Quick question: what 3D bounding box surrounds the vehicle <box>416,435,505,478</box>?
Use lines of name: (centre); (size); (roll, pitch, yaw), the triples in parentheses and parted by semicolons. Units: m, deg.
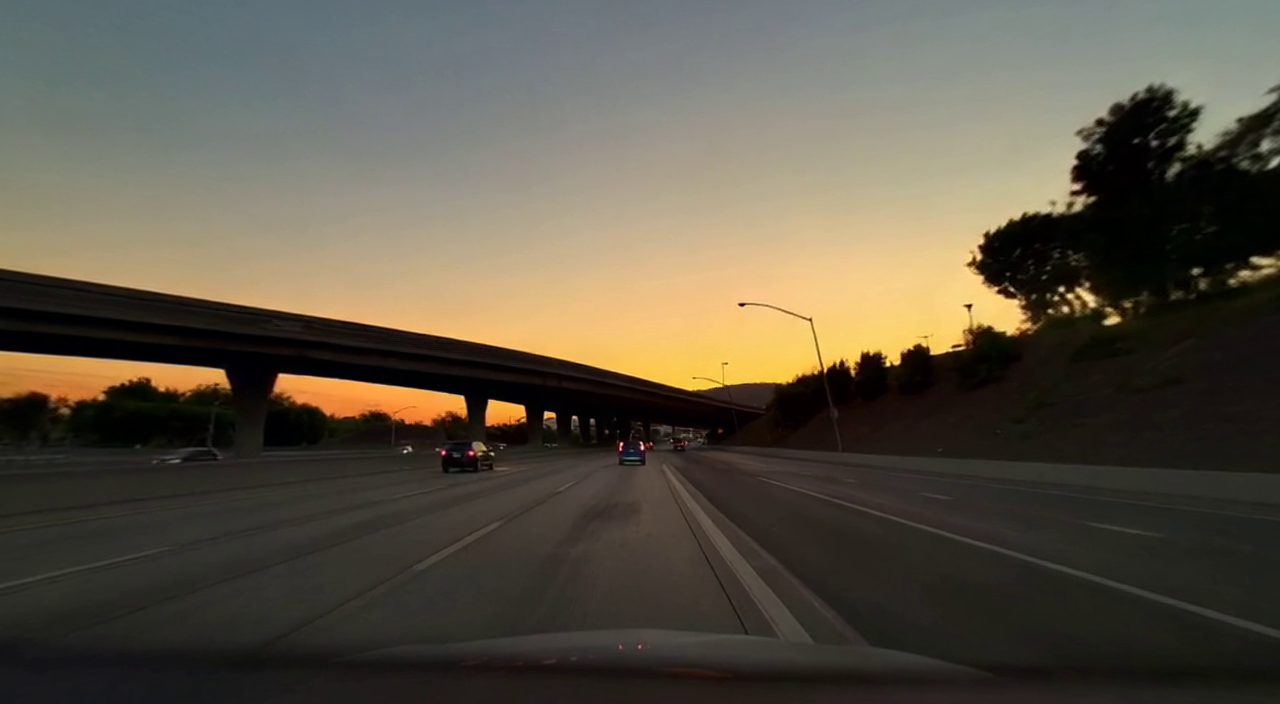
vehicle: (-6.914, 4.076, 24.740); (1.994, 1.519, 4.668); (0, -9, 2)

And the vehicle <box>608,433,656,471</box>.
vehicle: (-0.312, 4.795, 30.204); (2.155, 1.690, 4.318); (0, -9, 1)
